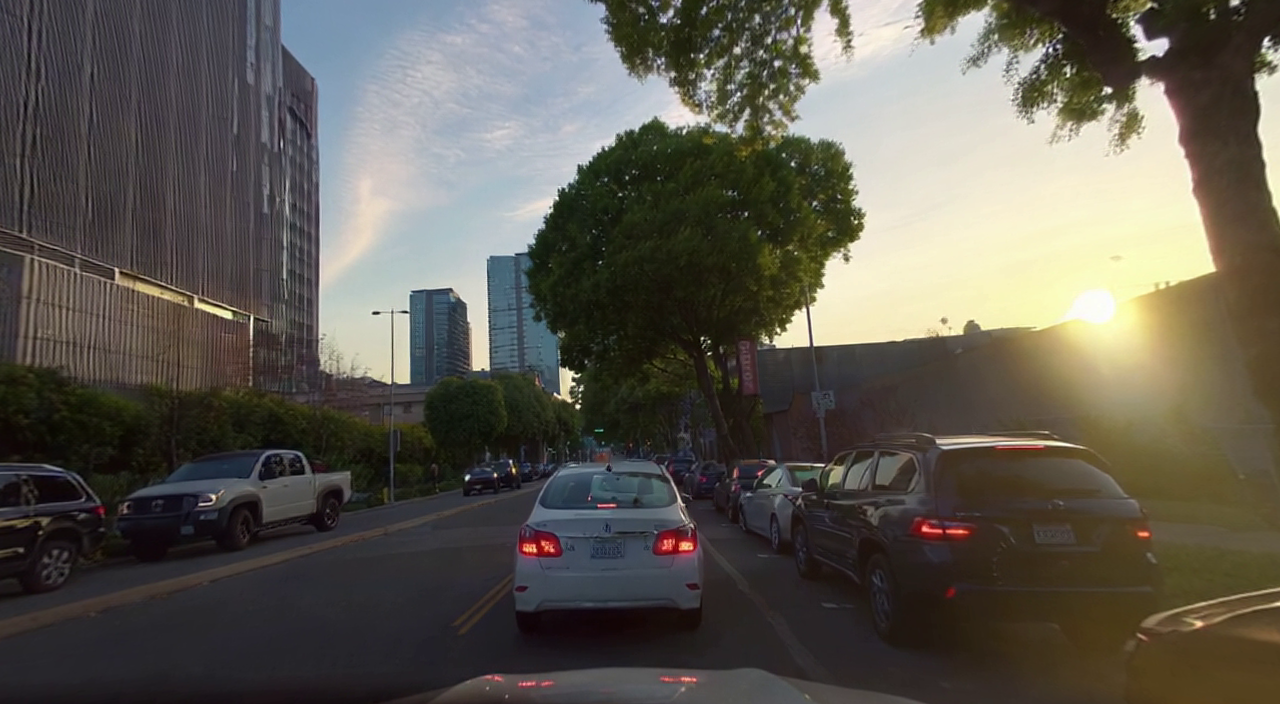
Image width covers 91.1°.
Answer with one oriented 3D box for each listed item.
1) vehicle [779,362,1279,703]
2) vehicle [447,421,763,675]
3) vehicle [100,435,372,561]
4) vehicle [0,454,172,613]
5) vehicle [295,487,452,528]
[{"bbox_3d":[2.710,1.420,5.691,1.868,1.920,4.501,1,-10,0],"label":"vehicle"},{"bbox_3d":[-0.202,1.591,5.933,2.018,1.583,3.646,1,-10,1],"label":"vehicle"},{"bbox_3d":[-6.845,2.589,11.439,1.994,1.701,4.520,-3,-12,-1],"label":"vehicle"},{"bbox_3d":[-6.983,1.695,5.887,1.900,1.471,4.202,1,-10,0],"label":"vehicle"},{"bbox_3d":[-6.995,4.180,17.176,2.223,0.774,4.789,1,-10,0],"label":"vehicle"}]
